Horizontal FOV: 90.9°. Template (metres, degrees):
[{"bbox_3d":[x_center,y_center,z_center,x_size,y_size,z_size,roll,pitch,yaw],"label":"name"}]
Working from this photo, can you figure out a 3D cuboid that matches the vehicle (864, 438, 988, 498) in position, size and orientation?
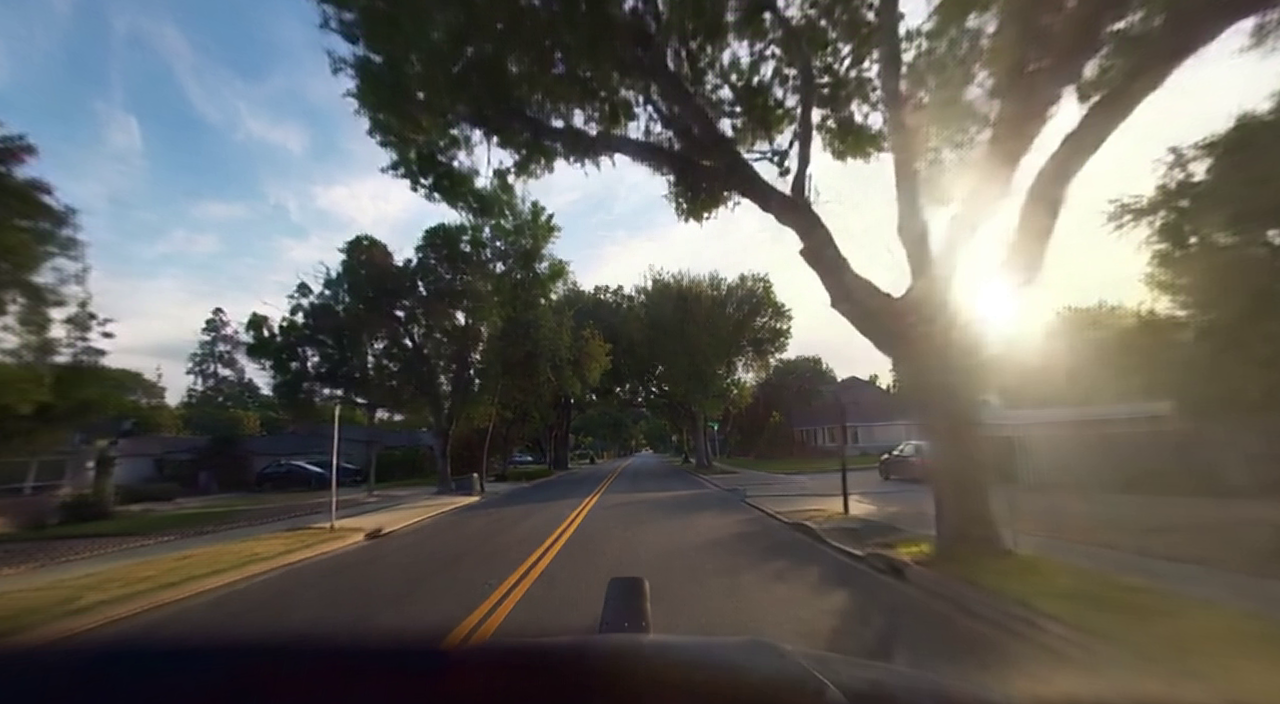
[{"bbox_3d":[8.734,3.522,19.709,1.806,1.496,4.164,-1,-6,-1],"label":"vehicle"}]

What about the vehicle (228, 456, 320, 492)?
[{"bbox_3d":[-17.787,5.932,30.910,1.903,1.500,4.214,0,-8,1],"label":"vehicle"}]

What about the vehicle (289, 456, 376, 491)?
[{"bbox_3d":[-14.928,5.896,30.912,1.830,1.495,4.641,0,-9,1],"label":"vehicle"}]
